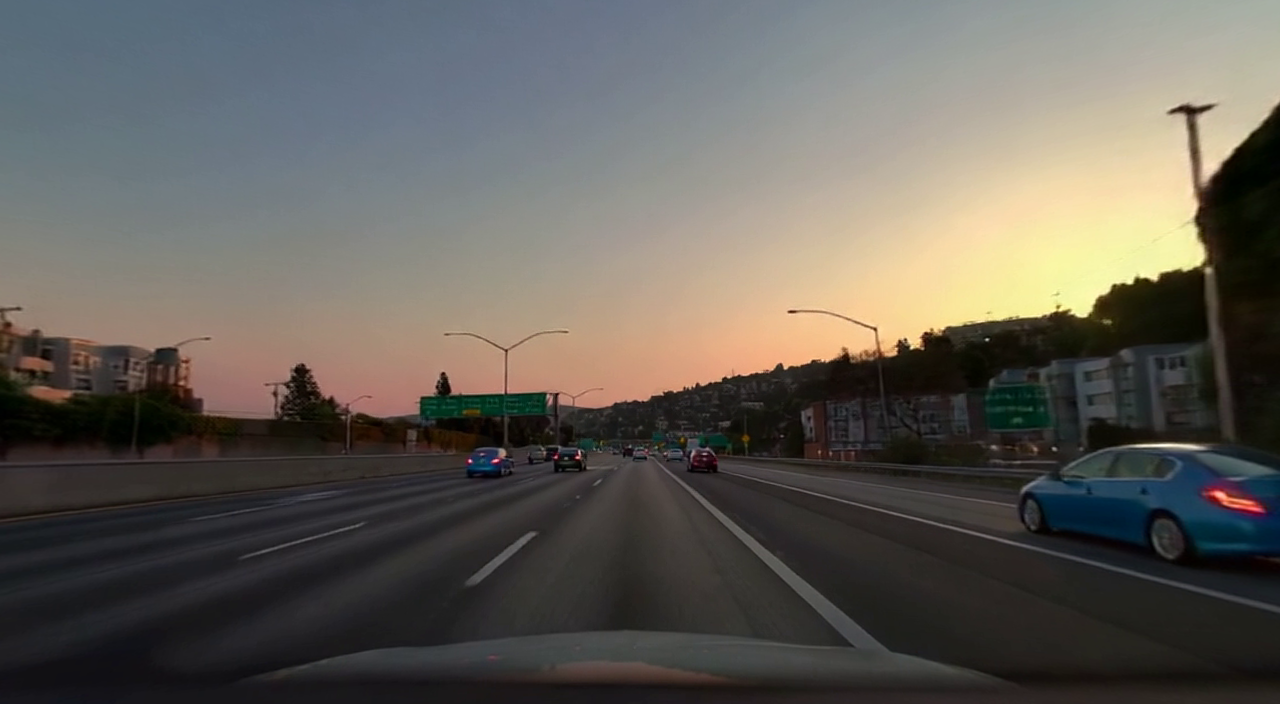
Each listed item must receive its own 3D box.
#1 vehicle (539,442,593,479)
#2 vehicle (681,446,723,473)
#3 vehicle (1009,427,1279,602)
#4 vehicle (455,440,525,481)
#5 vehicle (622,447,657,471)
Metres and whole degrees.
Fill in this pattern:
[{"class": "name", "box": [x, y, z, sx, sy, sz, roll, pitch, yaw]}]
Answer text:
[{"class": "vehicle", "box": [-3.573, 5.315, 31.163, 2.091, 1.664, 4.157, 0, -8, 1]}, {"class": "vehicle", "box": [3.719, 6.593, 38.810, 2.077, 1.527, 4.553, 0, -8, -1]}, {"class": "vehicle", "box": [6.870, 1.784, 7.709, 1.981, 1.587, 4.519, 0, -8, 0]}, {"class": "vehicle", "box": [-6.839, 4.965, 29.200, 2.112, 1.721, 4.381, 0, -8, 0]}, {"class": "vehicle", "box": [-0.036, 7.108, 42.118, 2.166, 1.496, 4.158, 0, -8, 0]}]
